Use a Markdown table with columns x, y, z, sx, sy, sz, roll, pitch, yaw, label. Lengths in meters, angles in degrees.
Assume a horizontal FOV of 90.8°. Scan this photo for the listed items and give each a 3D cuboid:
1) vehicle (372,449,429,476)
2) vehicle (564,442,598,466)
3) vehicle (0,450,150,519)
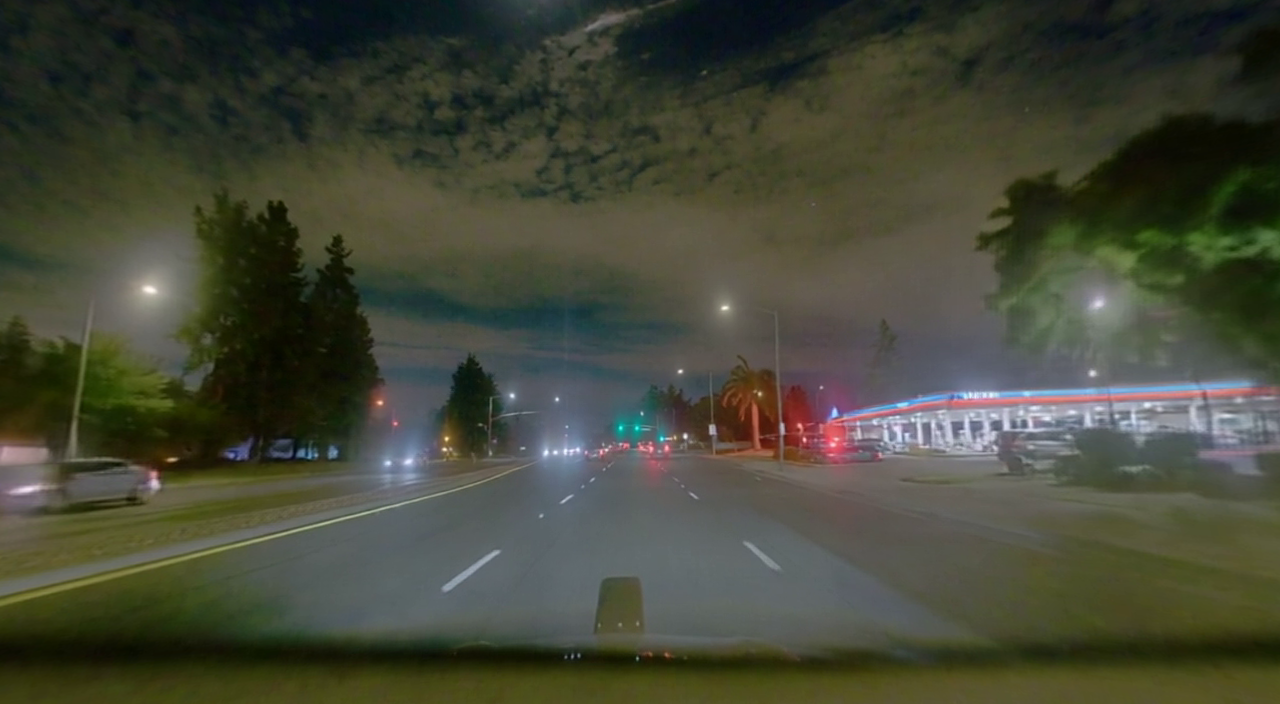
| x | y | z | sx | sy | sz | roll | pitch | yaw | label |
| --- | --- | --- | --- | --- | --- | --- | --- | --- | --- |
| -15.096 | 6.940 | 40.013 | 1.939 | 1.594 | 4.284 | 0 | -8 | 0 | vehicle |
| -4.227 | 7.388 | 46.056 | 2.040 | 1.661 | 4.573 | 0 | -8 | 0 | vehicle |
| -18.033 | 4.000 | 19.390 | 2.129 | 1.797 | 4.866 | -4 | -8 | 0 | vehicle |
